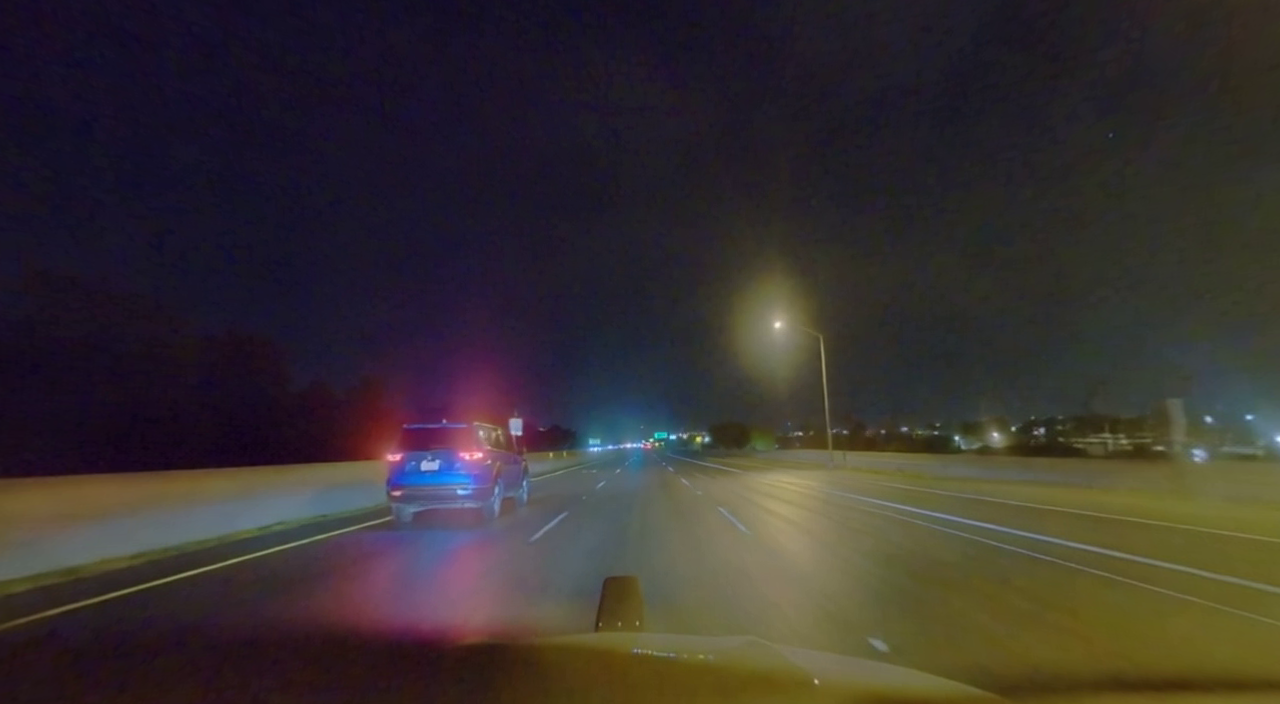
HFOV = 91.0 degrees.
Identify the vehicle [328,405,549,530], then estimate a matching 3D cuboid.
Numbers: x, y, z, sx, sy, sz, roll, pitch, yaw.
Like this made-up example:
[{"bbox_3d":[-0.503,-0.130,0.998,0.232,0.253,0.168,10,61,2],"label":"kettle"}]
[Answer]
[{"bbox_3d":[-3.547,2.226,12.723,2.431,1.928,5.760,0,-9,1],"label":"vehicle"}]
